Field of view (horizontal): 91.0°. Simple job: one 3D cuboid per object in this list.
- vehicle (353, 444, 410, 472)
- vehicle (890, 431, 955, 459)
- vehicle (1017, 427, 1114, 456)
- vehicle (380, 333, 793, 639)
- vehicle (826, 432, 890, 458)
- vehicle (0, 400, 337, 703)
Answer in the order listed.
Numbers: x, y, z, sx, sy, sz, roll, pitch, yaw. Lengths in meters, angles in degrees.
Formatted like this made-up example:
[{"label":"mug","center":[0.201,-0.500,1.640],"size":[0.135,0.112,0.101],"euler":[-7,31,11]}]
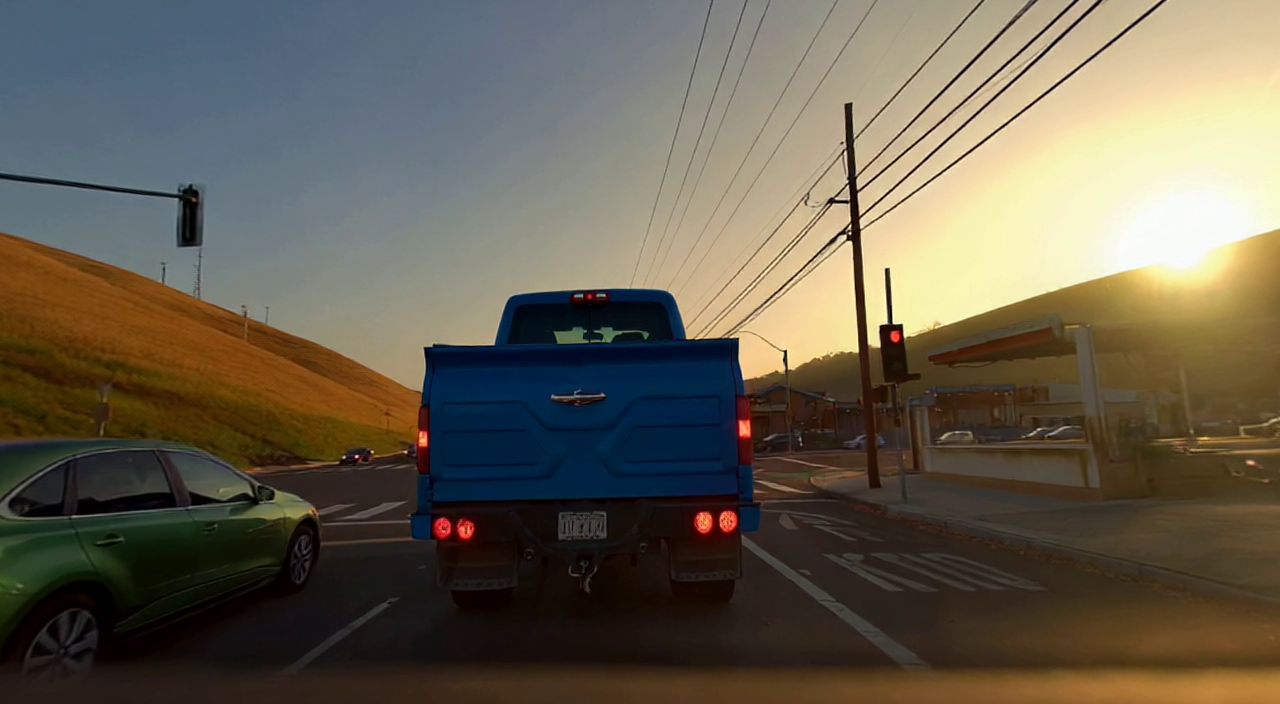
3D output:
[{"label":"vehicle","center":[-17.117,7.021,41.902],"size":[2.133,1.690,4.331],"euler":[0,-9,-3]},{"label":"vehicle","center":[19.194,6.323,42.688],"size":[5.021,1.757,2.012],"euler":[7,-11,-41]},{"label":"vehicle","center":[25.565,5.401,37.917],"size":[4.419,1.496,1.854],"euler":[-2,-9,1]},{"label":"vehicle","center":[-0.423,1.326,7.198],"size":[2.859,2.144,5.406],"euler":[0,-9,-1]},{"label":"vehicle","center":[16.090,6.841,46.316],"size":[4.975,1.799,2.117],"euler":[7,-11,-39]},{"label":"vehicle","center":[-3.960,1.191,3.970],"size":[2.017,1.555,4.150],"euler":[-1,-9,0]}]
